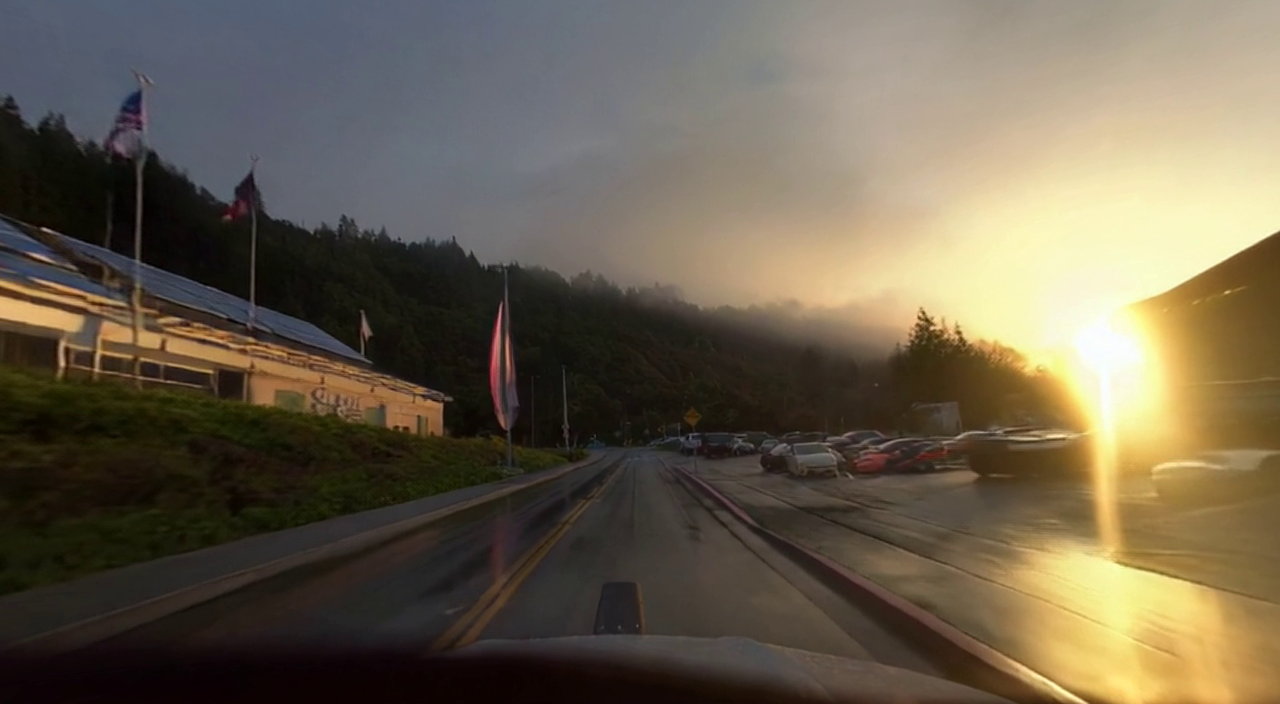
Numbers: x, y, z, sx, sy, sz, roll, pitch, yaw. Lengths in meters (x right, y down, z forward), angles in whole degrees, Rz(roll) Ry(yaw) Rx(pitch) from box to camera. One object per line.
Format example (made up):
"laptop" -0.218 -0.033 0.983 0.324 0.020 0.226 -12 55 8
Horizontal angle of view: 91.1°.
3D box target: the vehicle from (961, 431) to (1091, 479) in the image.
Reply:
"vehicle" 14.695 3.968 24.301 1.947 1.657 4.314 0 -9 -6

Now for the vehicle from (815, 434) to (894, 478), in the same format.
"vehicle" 10.154 4.974 30.213 2.113 1.945 4.546 0 -9 -1

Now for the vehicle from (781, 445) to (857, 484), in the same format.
"vehicle" 7.476 4.732 26.743 1.909 1.496 4.079 0 -9 -2
